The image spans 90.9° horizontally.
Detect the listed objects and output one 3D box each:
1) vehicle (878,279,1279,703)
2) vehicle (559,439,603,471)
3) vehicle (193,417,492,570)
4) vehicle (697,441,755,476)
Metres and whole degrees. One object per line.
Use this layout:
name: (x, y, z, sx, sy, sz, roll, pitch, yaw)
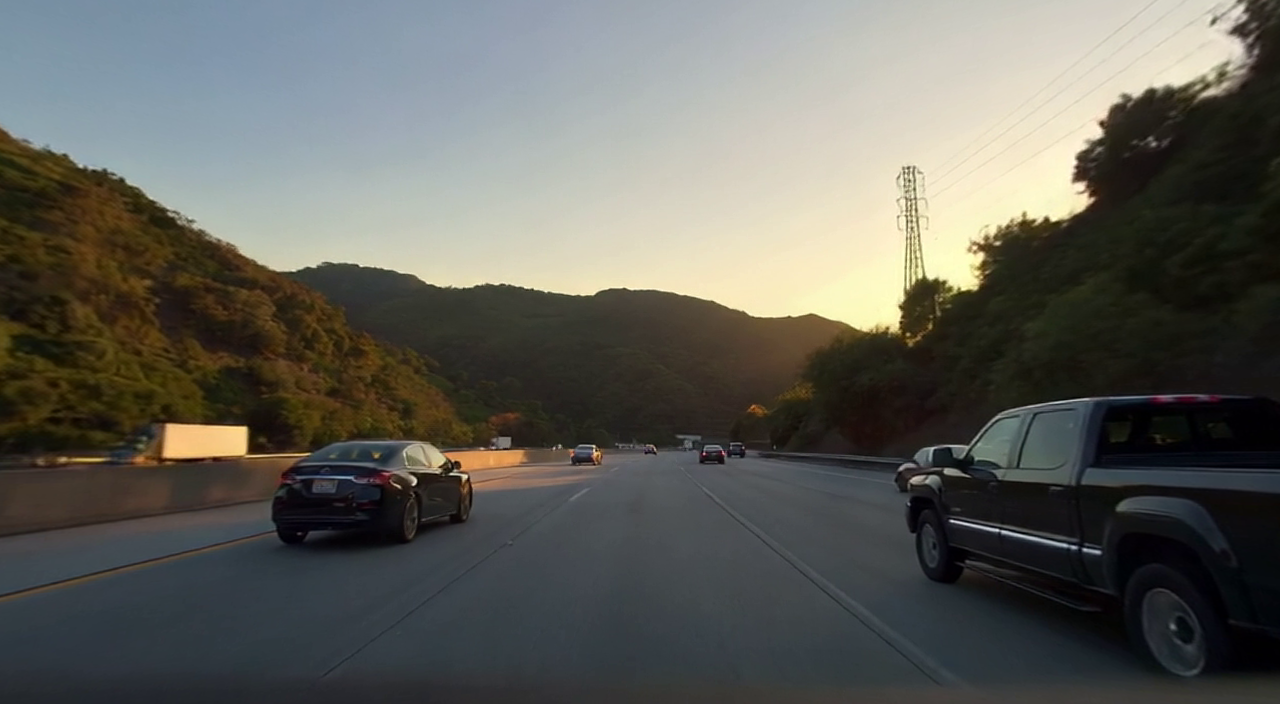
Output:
vehicle: (3.516, 0.904, 3.846, 2.098, 1.925, 5.171, 0, -9, 0)
vehicle: (-3.340, 5.920, 36.383, 2.021, 1.679, 4.310, -1, -9, 2)
vehicle: (-3.777, 1.883, 9.182, 2.113, 1.636, 4.494, 0, -9, 1)
vehicle: (3.884, 4.905, 29.197, 2.046, 1.471, 4.333, 0, -9, 0)
